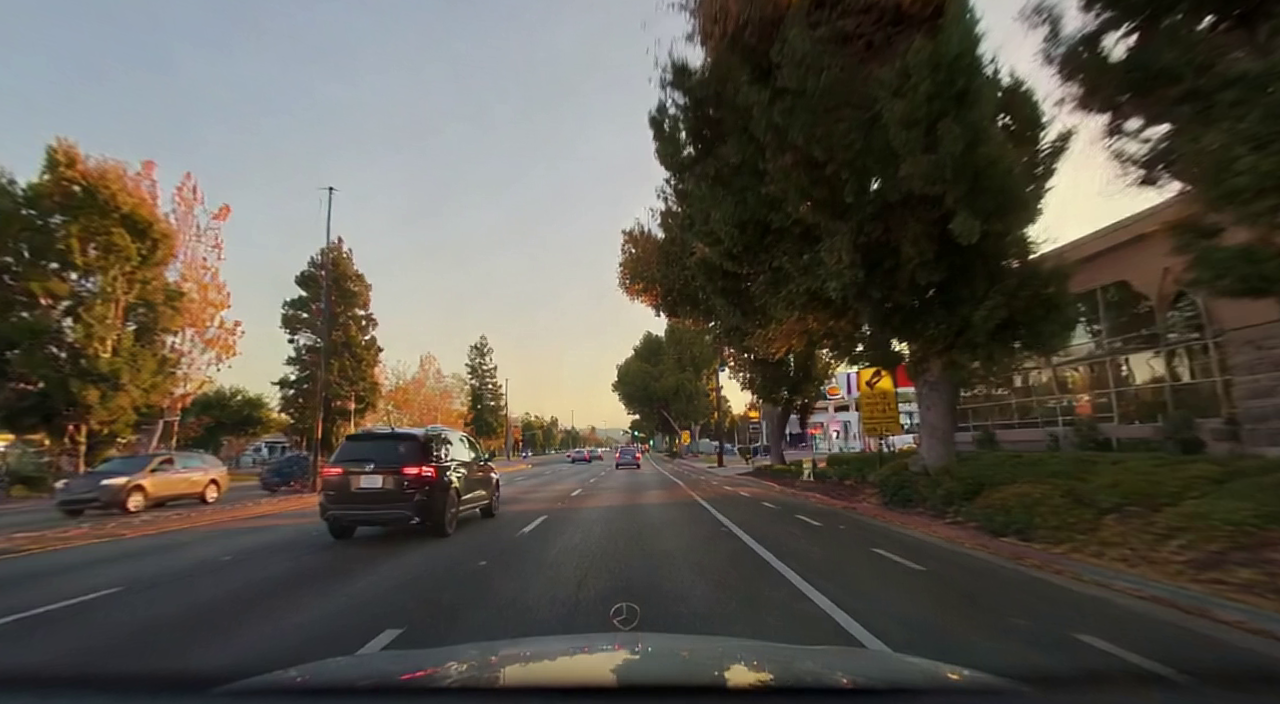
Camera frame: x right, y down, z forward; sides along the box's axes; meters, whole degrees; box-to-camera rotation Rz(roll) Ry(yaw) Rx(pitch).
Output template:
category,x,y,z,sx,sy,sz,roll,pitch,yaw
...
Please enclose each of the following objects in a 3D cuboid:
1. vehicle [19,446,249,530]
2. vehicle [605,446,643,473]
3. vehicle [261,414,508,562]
category,x,y,z,sx,sy,sz,roll,pitch,yaw
vehicle,-11.652,3.104,15.074,1.929,1.525,4.409,-4,-8,-1
vehicle,-1.000,6.948,41.192,2.190,1.662,4.167,-1,-8,3
vehicle,-3.567,1.979,9.947,1.985,1.772,4.479,0,-8,0
